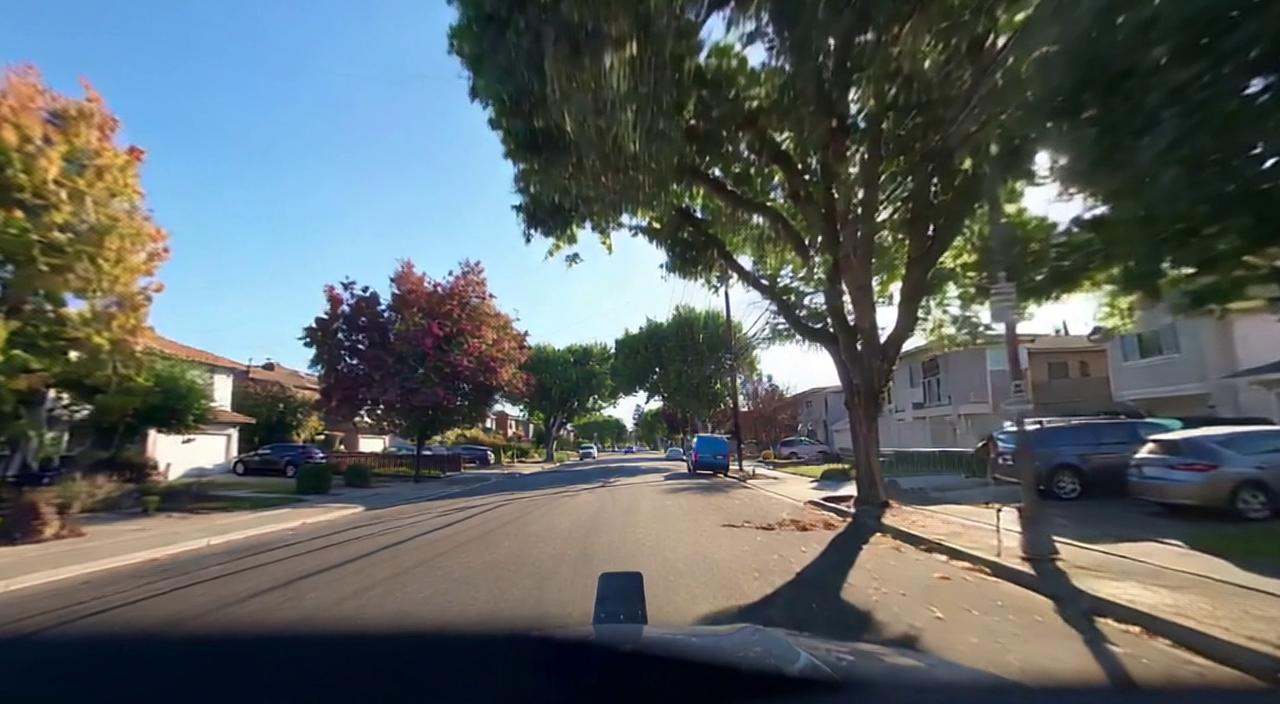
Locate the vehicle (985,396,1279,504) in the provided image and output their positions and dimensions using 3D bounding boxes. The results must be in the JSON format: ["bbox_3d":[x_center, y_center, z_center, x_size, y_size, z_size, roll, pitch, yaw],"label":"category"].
[{"bbox_3d":[10.349,1.994,13.068,5.030,1.915,2.221,-2,-7,2],"label":"vehicle"}]

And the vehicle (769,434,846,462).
[{"bbox_3d":[11.261,6.475,42.629,4.602,1.799,1.859,0,-8,-1],"label":"vehicle"}]

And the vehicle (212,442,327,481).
[{"bbox_3d":[-18.276,5.389,31.328,4.414,1.731,2.008,-1,-8,-3],"label":"vehicle"}]

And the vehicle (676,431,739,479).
[{"bbox_3d":[3.098,4.870,30.226,2.311,2.069,5.156,0,-8,-1],"label":"vehicle"}]

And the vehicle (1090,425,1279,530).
[{"bbox_3d":[9.884,1.899,9.870,4.125,1.461,1.984,0,-8,1],"label":"vehicle"}]

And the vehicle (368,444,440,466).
[{"bbox_3d":[-17.863,7.823,48.059,4.615,1.482,2.073,1,-7,0],"label":"vehicle"}]

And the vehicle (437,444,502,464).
[{"bbox_3d":[-12.989,7.816,48.345,4.443,1.475,1.932,1,-8,-2],"label":"vehicle"}]
